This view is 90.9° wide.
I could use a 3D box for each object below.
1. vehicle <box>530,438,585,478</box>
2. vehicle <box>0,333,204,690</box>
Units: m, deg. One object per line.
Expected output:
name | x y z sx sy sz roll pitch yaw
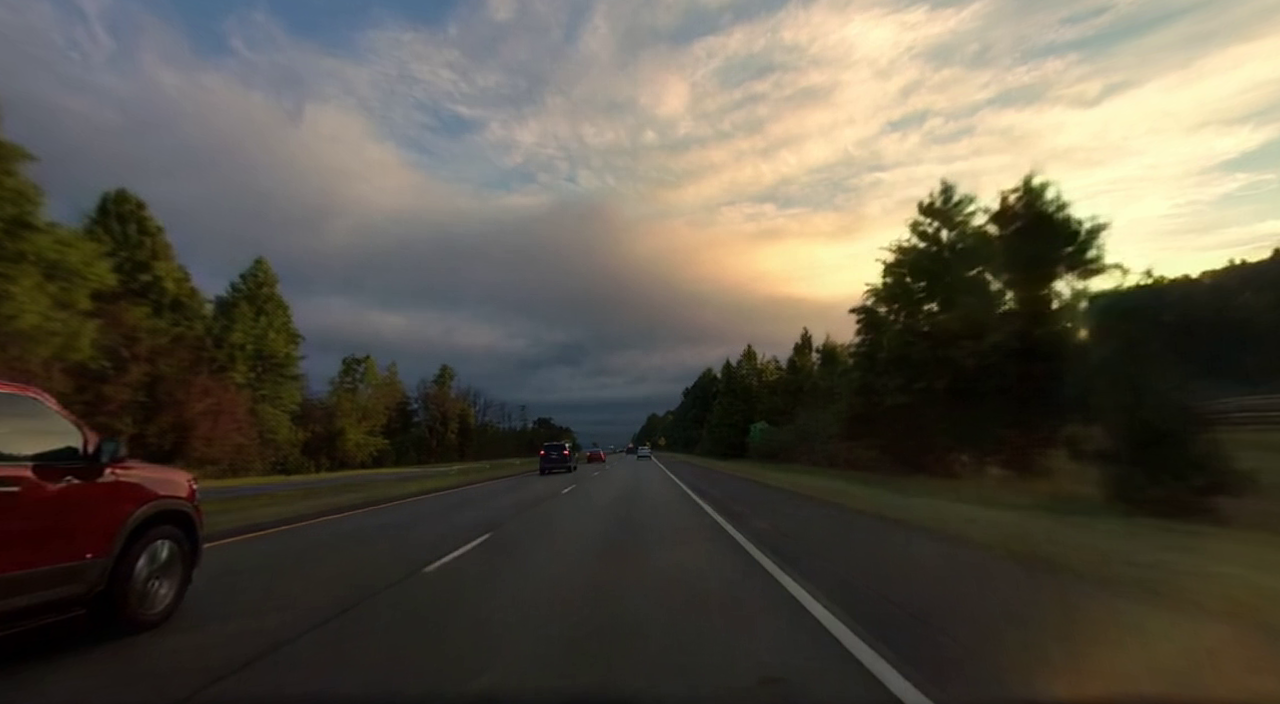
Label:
vehicle | -4.008 5.205 31.222 2.056 1.811 4.202 0 -9 1
vehicle | -4.575 0.752 2.632 2.102 1.941 4.703 0 -9 0
